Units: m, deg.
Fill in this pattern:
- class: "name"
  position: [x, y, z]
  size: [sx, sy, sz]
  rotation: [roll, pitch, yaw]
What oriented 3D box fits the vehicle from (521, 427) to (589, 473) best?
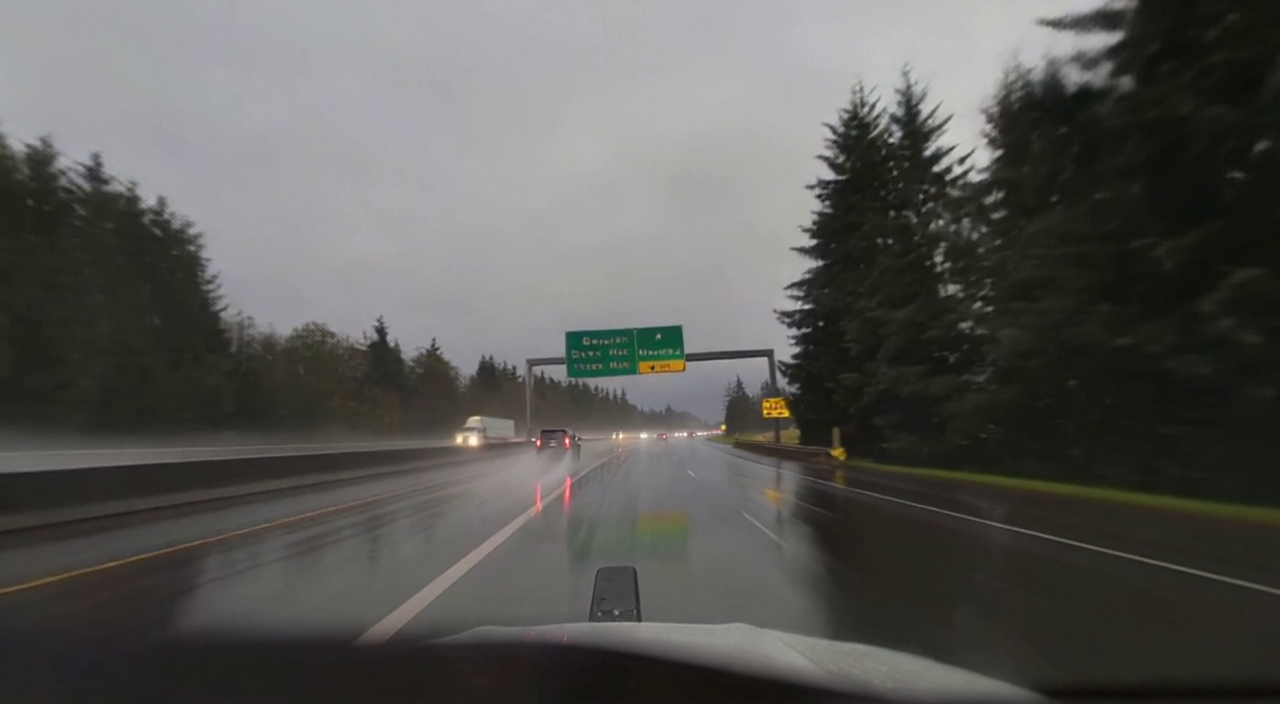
- class: "vehicle"
  position: [-3.236, 3.812, 24.745]
  size: [2.084, 1.654, 4.080]
  rotation: [0, -8, 0]
